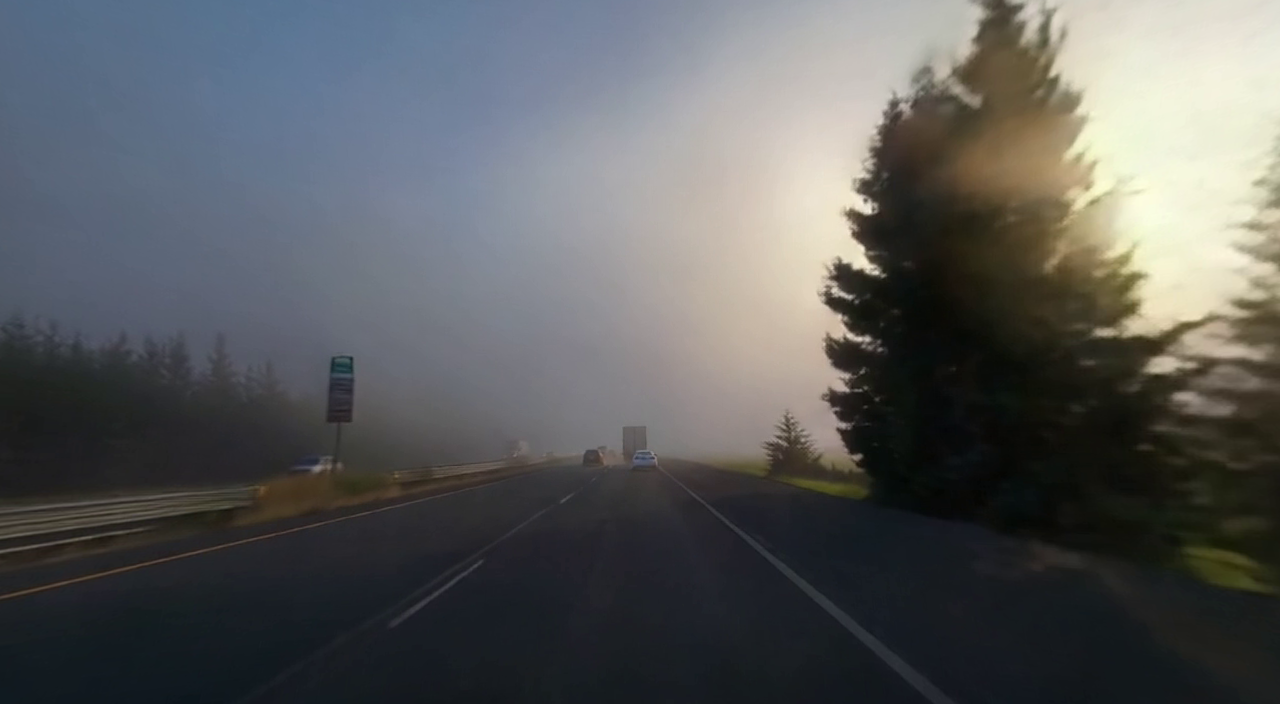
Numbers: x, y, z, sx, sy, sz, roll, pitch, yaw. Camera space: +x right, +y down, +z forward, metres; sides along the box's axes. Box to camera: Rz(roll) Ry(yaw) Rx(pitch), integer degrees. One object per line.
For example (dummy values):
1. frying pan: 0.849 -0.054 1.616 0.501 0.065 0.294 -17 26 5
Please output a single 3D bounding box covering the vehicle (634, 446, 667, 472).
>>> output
1. vehicle: 0.637 7.019 41.455 1.992 1.593 3.937 0 -9 -1
